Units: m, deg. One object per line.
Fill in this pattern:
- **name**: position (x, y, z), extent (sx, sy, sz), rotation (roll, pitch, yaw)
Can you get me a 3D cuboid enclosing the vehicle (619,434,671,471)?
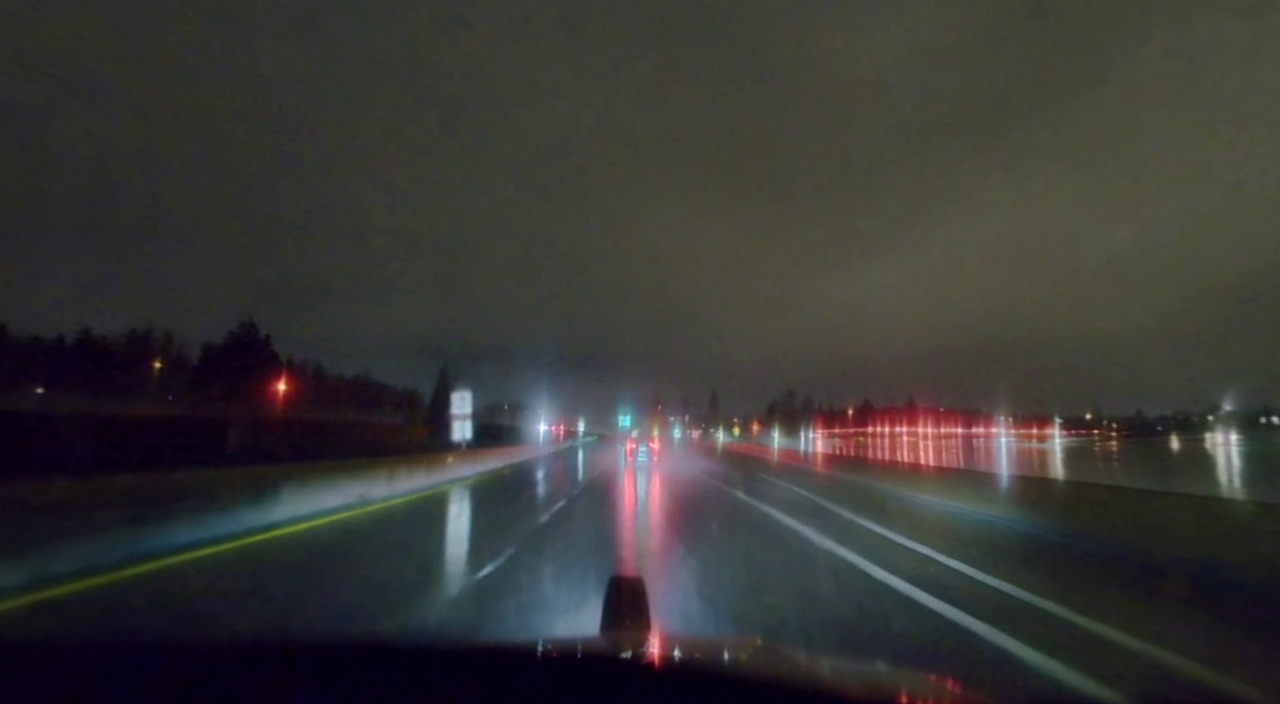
- **vehicle**: position (0.215, 4.446, 28.019), extent (2.130, 1.512, 4.057), rotation (0, -8, 0)
